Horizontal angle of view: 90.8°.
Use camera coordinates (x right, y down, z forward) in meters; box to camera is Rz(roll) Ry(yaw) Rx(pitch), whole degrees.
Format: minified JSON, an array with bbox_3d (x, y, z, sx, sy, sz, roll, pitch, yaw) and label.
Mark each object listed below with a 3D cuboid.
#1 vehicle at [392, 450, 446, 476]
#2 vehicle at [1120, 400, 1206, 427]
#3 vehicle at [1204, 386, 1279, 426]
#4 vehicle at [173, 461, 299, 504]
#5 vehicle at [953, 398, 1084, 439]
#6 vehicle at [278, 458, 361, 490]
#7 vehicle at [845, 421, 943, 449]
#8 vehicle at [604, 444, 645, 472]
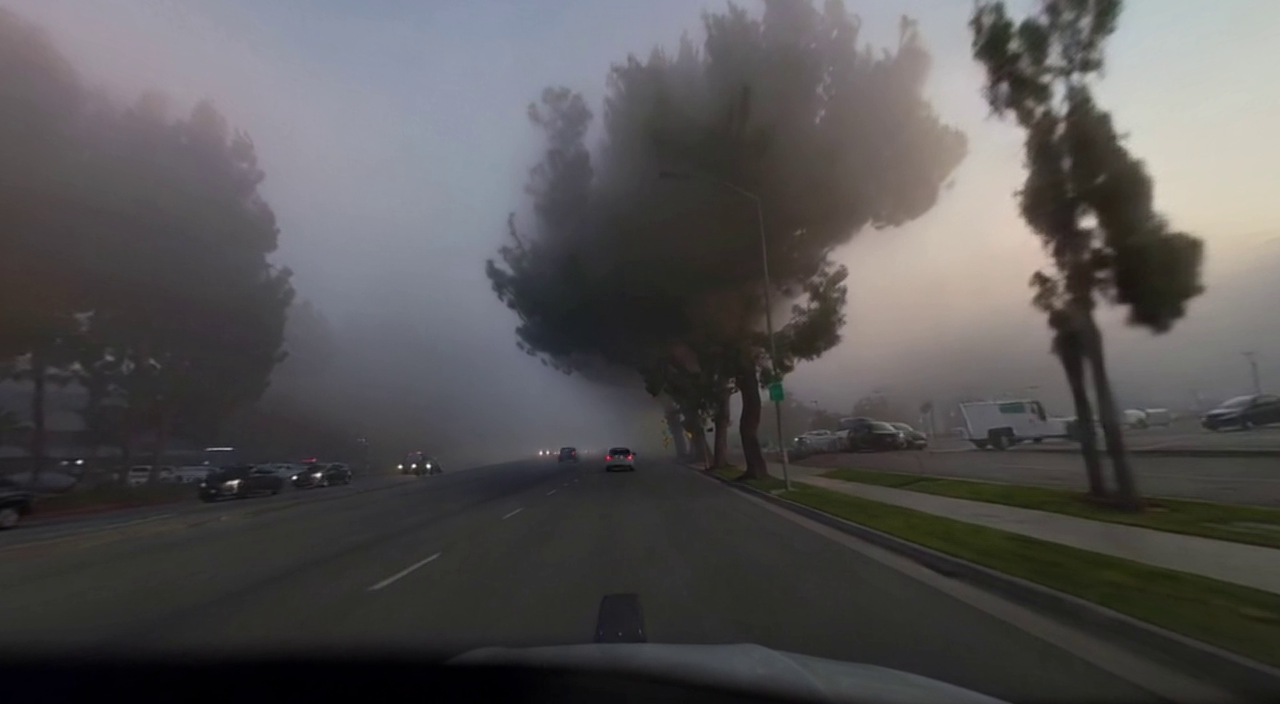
[{"bbox_3d":[-16.873,8.455,48.508,2.342,1.868,4.758,0,-8,0],"label":"vehicle"},{"bbox_3d":[38.114,4.570,46.235,2.472,1.736,4.684,-1,-8,5],"label":"vehicle"},{"bbox_3d":[28.831,2.516,28.826,1.857,1.615,4.839,0,-8,2],"label":"vehicle"},{"bbox_3d":[-16.545,5.332,26.225,2.058,1.459,4.704,0,-8,1],"label":"vehicle"},{"bbox_3d":[15.082,2.709,25.306,3.956,1.504,2.170,2,-9,-9],"label":"vehicle"},{"bbox_3d":[-17.070,6.499,33.978,1.985,1.471,4.797,0,-8,0],"label":"vehicle"},{"bbox_3d":[13.146,4.330,32.948,4.144,1.407,2.201,0,-8,-2],"label":"vehicle"},{"bbox_3d":[-0.840,6.185,37.099,2.235,1.500,4.420,0,-8,1],"label":"vehicle"}]
